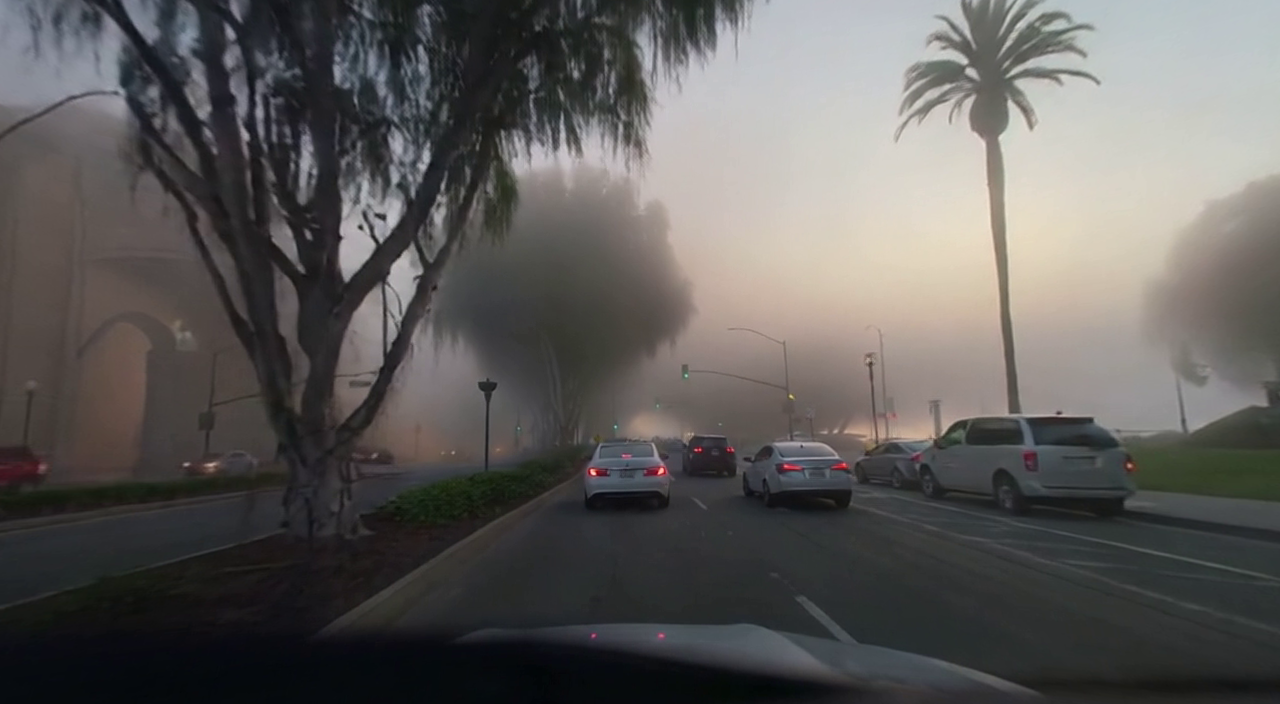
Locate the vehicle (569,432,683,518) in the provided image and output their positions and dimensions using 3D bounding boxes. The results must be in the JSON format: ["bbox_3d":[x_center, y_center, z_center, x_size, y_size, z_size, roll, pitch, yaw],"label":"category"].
[{"bbox_3d":[-0.275,2.490,13.265,2.050,1.521,3.747,0,-8,-1],"label":"vehicle"}]

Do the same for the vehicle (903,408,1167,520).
[{"bbox_3d":[7.977,2.251,13.627,2.200,1.933,5.123,0,-7,-3],"label":"vehicle"}]

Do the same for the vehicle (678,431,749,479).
[{"bbox_3d":[3.109,4.613,28.708,2.127,1.854,7.971,0,-8,-1],"label":"vehicle"}]

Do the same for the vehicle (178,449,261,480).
[{"bbox_3d":[-24.580,6.582,37.153,1.870,1.636,4.375,0,-8,0],"label":"vehicle"}]

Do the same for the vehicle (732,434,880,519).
[{"bbox_3d":[3.225,2.500,13.222,1.833,1.465,4.258,0,-8,-2],"label":"vehicle"}]
